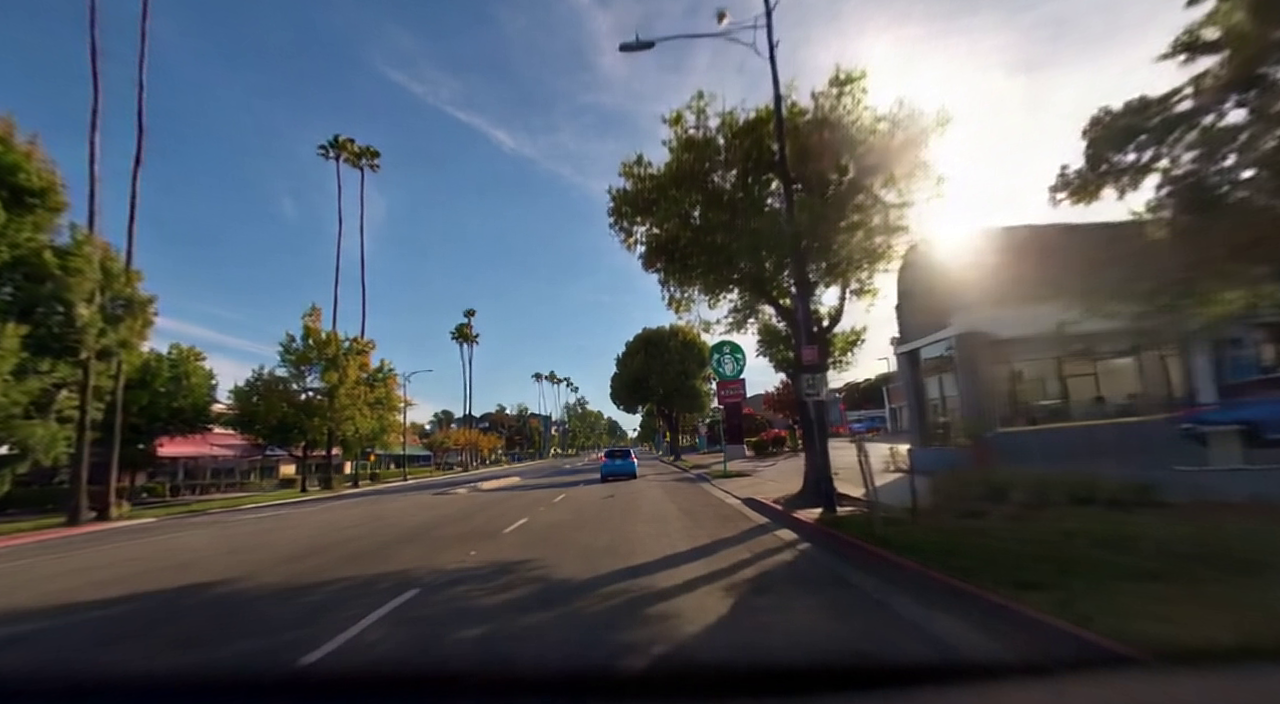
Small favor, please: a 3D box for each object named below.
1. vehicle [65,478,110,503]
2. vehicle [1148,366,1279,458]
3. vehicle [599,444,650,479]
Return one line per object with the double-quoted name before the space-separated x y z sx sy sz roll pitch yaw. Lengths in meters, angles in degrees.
"vehicle" -43.413 10.864 49.714 2.106 1.639 4.127 6 -10 -35
"vehicle" 12.589 1.104 11.607 1.873 1.657 4.557 5 -10 -30
"vehicle" -0.668 4.987 29.191 2.156 1.462 4.495 0 -8 0
